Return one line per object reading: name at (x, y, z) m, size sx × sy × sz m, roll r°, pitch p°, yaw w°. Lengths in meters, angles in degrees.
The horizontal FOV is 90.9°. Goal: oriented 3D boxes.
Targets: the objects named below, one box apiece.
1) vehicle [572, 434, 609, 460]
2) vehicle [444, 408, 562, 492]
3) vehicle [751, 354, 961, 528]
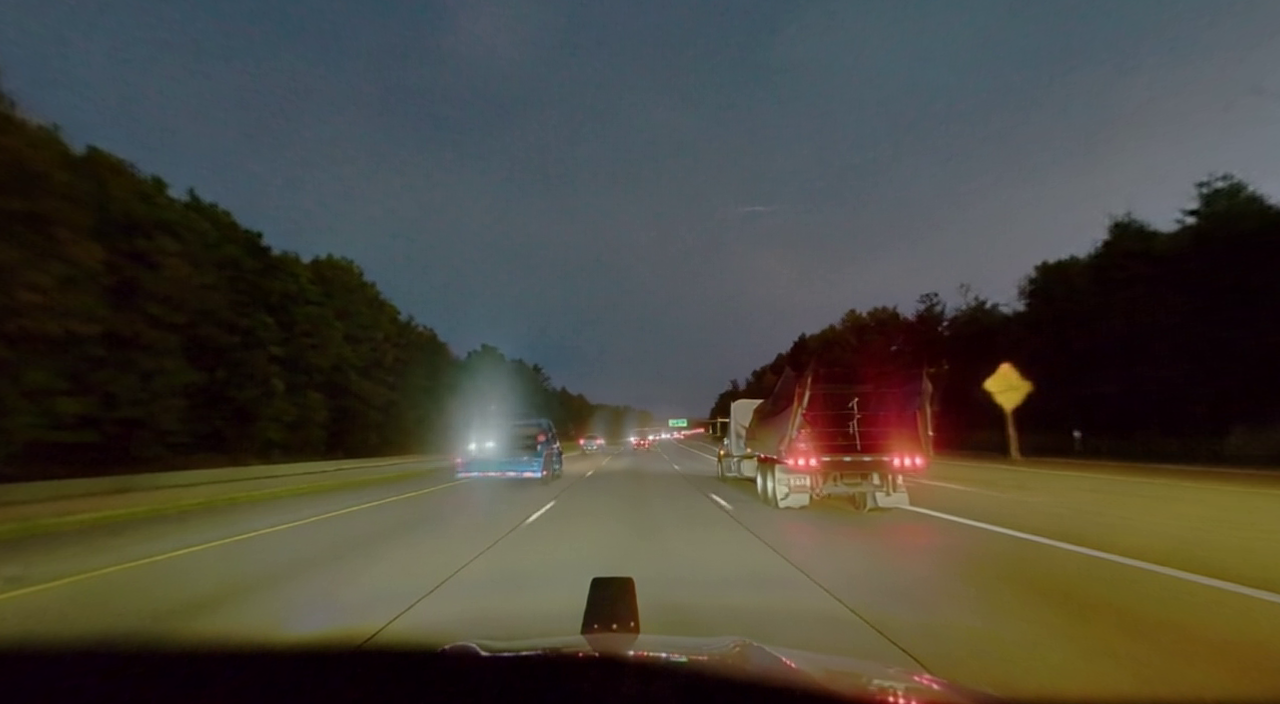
vehicle at (-3.093, 6.029, 40.273) m, size 2.008 × 1.588 × 4.147 m, roll 0°, pitch -8°, yaw 1°
vehicle at (-3.561, 2.650, 17.416) m, size 2.204 × 1.991 × 4.720 m, roll 0°, pitch -8°, yaw 0°
vehicle at (3.568, 1.588, 11.453) m, size 2.256 × 2.568 × 4.049 m, roll 0°, pitch -8°, yaw -1°
